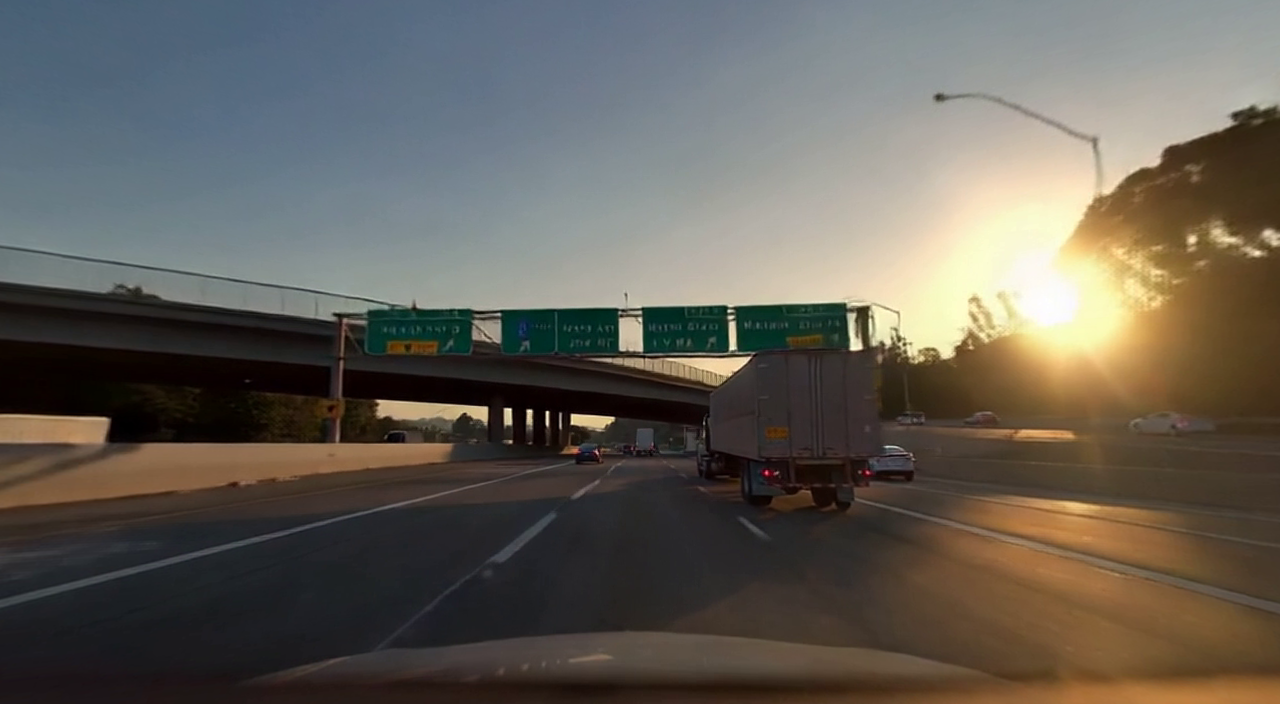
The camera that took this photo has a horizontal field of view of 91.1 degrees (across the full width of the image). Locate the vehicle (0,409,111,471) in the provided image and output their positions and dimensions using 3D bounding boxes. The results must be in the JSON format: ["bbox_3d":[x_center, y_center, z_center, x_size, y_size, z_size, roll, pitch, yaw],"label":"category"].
[{"bbox_3d":[-33.802,4.842,34.418,2.918,3.123,7.412,0,-9,0],"label":"vehicle"}]

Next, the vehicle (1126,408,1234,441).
[{"bbox_3d":[28.762,3.917,33.626,1.928,1.603,4.315,2,-7,-1],"label":"vehicle"}]

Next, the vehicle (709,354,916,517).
[{"bbox_3d":[4.152,2.499,18.399,3.049,3.395,10.595,0,-9,0],"label":"vehicle"}]

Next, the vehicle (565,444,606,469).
[{"bbox_3d":[-3.466,6.738,40.649,2.143,1.529,4.918,0,-9,1],"label":"vehicle"}]
